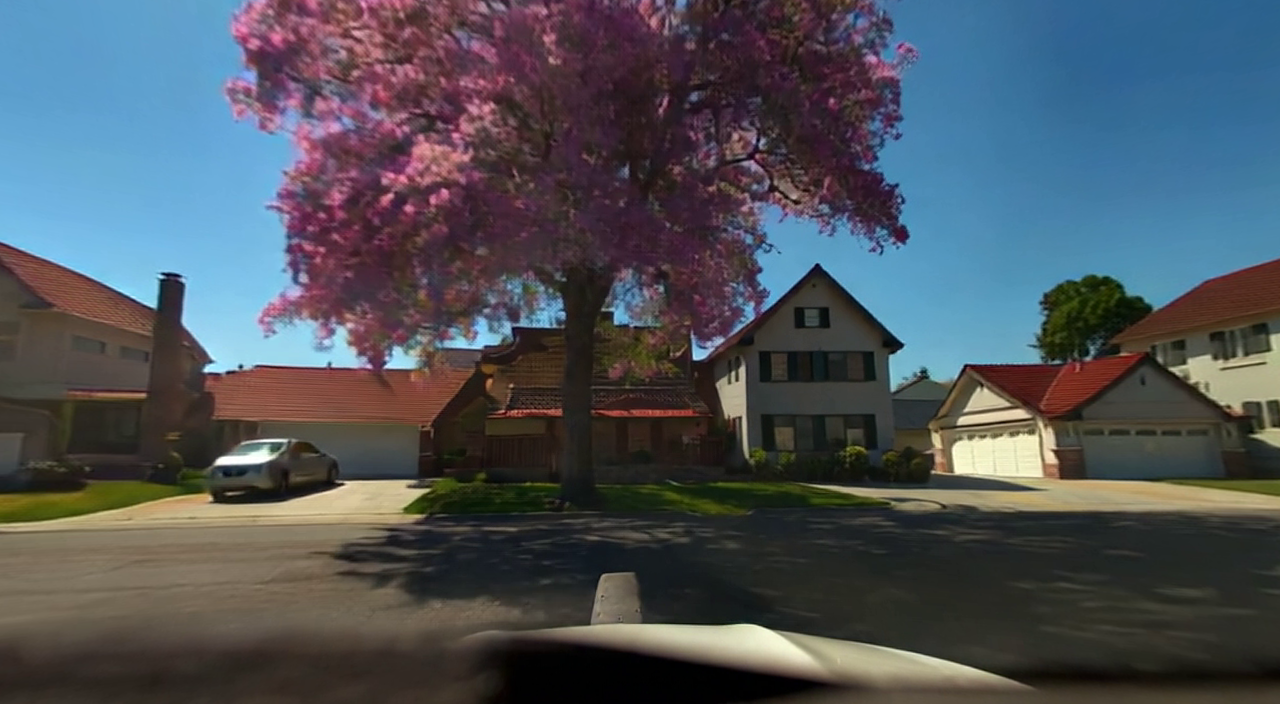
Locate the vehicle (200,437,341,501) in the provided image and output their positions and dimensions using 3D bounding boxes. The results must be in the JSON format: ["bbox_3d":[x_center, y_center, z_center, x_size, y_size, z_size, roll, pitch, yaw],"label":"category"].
[{"bbox_3d":[-9.950,3.152,17.424,1.968,1.491,4.486,1,-9,-12],"label":"vehicle"}]
